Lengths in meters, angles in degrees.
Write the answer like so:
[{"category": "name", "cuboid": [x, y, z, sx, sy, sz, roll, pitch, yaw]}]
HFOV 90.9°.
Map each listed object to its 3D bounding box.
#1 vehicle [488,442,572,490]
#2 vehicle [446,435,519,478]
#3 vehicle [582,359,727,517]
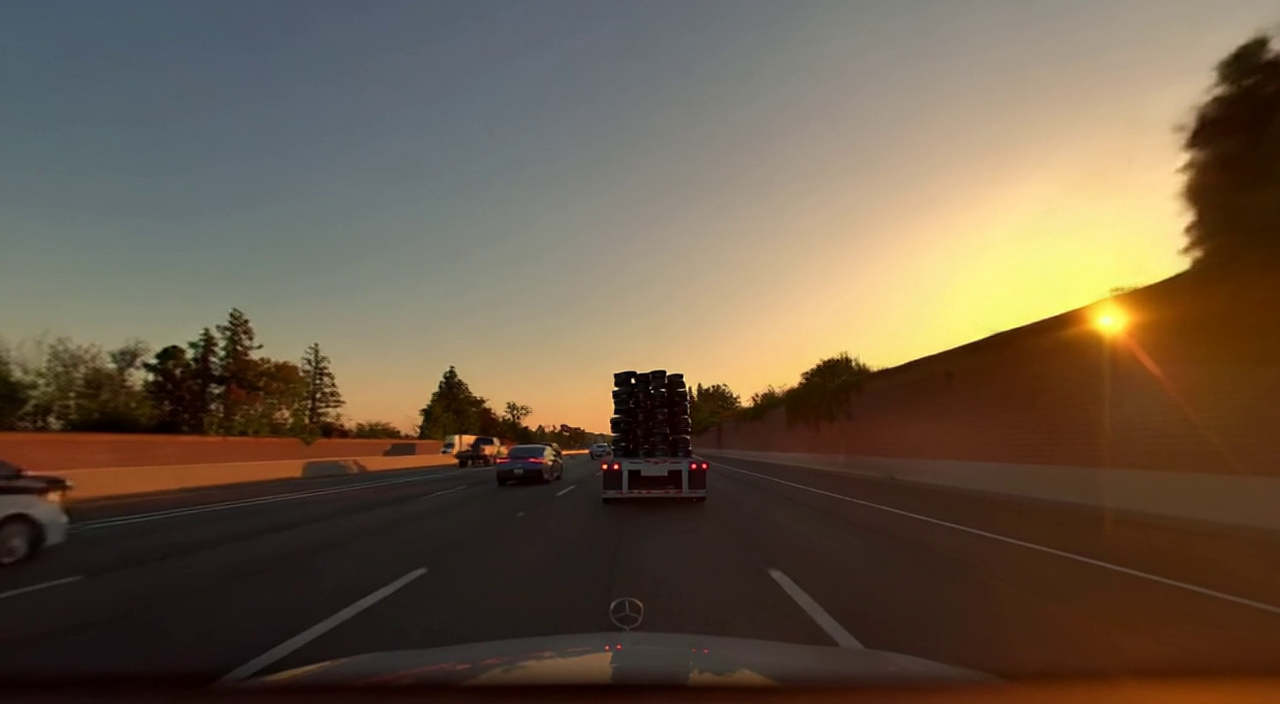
[{"category": "vehicle", "cuboid": [-3.642, 3.850, 21.723, 1.974, 1.475, 4.538, 0, -8, 1]}, {"category": "vehicle", "cuboid": [-7.459, 5.007, 30.412, 2.164, 1.874, 5.004, 0, -8, 0]}, {"category": "vehicle", "cuboid": [0.323, 2.278, 16.551, 2.798, 3.071, 8.412, 0, -8, 1]}]
